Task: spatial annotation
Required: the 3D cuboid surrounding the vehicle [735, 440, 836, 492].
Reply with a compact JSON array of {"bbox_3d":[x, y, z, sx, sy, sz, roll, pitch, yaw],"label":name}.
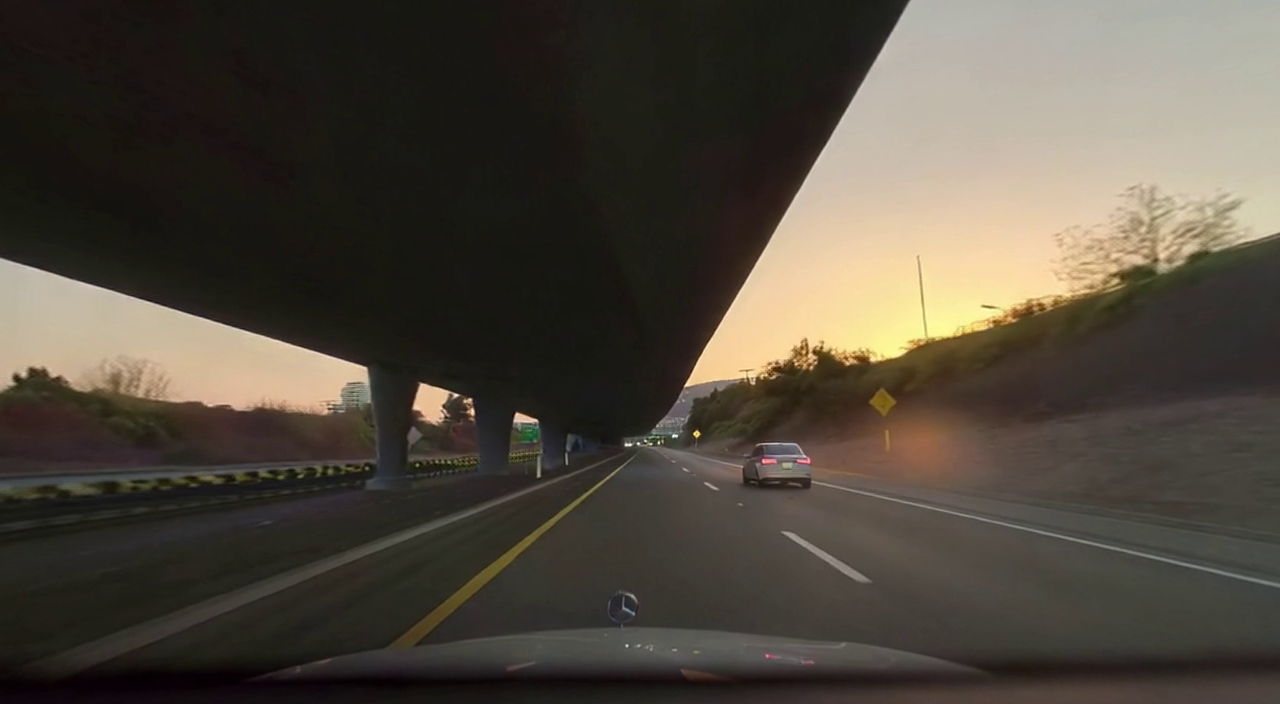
[{"bbox_3d":[4.335,3.445,19.455,2.124,1.405,4.398,0,-8,1],"label":"vehicle"}]
